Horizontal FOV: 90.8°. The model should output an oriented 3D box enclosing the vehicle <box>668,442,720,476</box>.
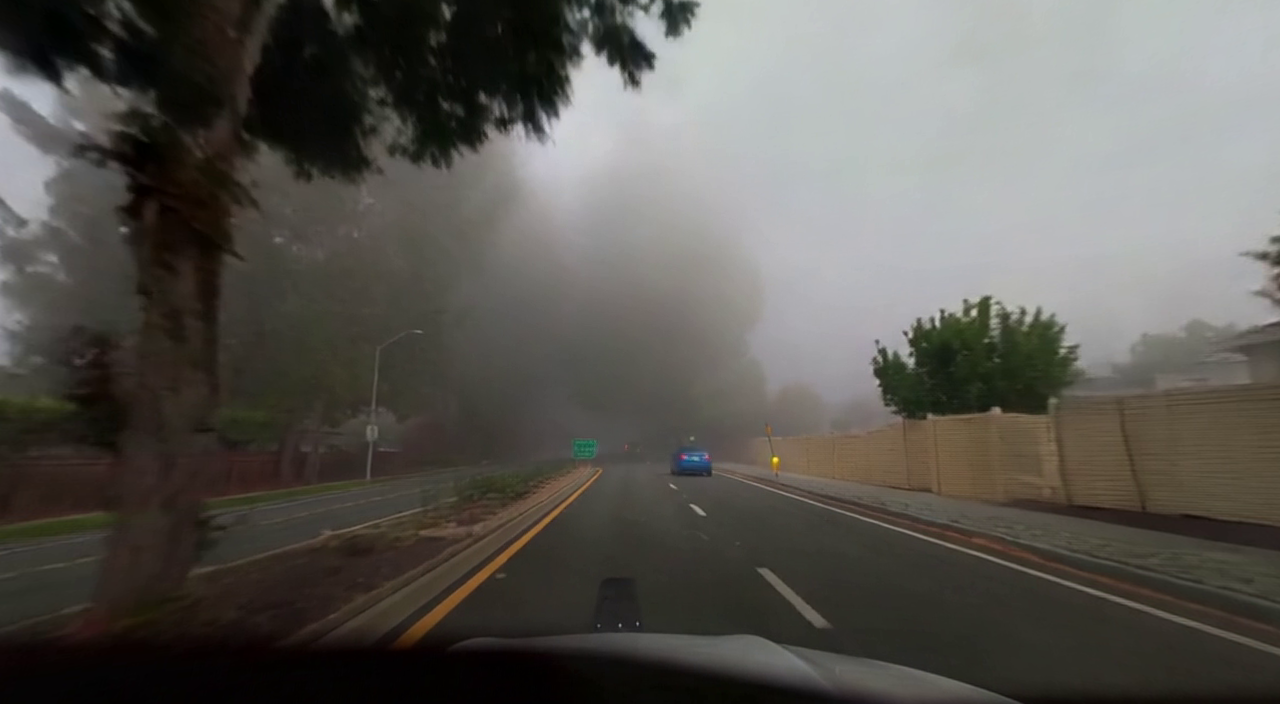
[{"bbox_3d":[2.464,5.000,29.814,1.991,1.476,4.153,0,-9,-1],"label":"vehicle"}]
